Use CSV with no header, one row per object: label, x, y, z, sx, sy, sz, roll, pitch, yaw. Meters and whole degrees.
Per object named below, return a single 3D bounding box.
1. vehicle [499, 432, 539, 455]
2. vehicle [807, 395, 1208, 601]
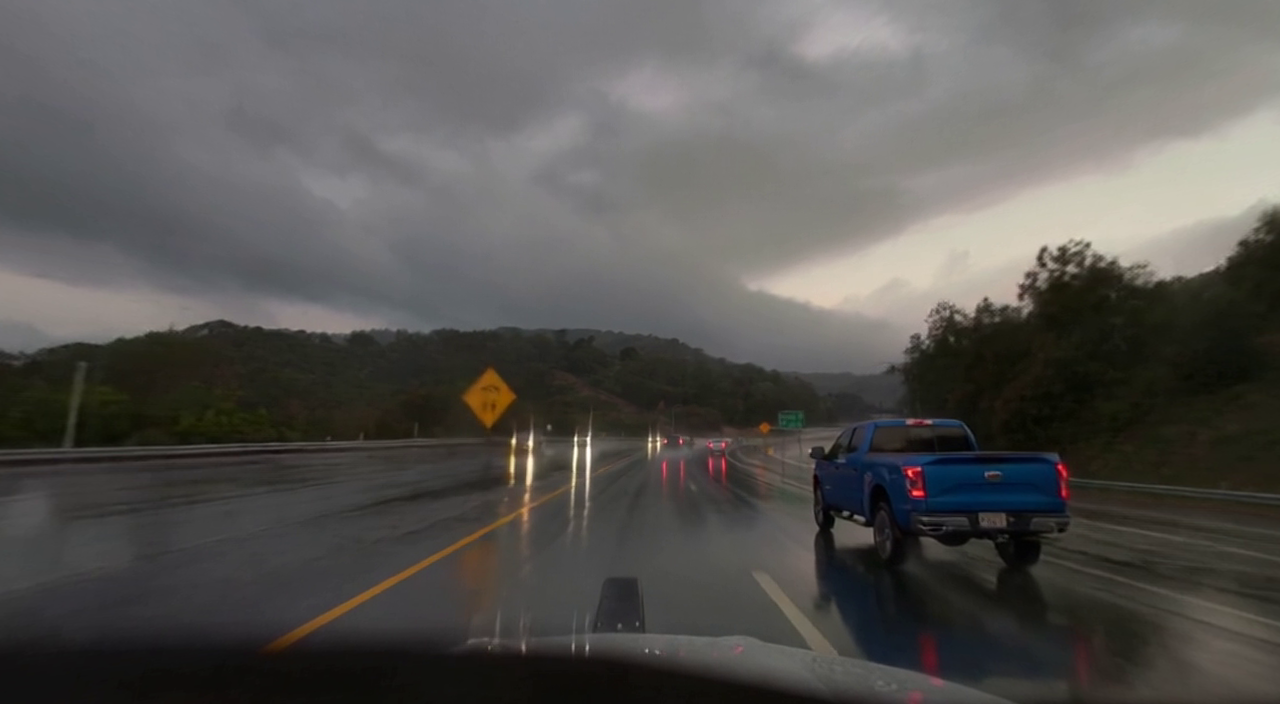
vehicle,-9.314,7.062,48.791,1.970,1.629,4.136,-1,-8,5
vehicle,3.784,1.591,7.850,2.151,1.744,4.709,0,-8,0
